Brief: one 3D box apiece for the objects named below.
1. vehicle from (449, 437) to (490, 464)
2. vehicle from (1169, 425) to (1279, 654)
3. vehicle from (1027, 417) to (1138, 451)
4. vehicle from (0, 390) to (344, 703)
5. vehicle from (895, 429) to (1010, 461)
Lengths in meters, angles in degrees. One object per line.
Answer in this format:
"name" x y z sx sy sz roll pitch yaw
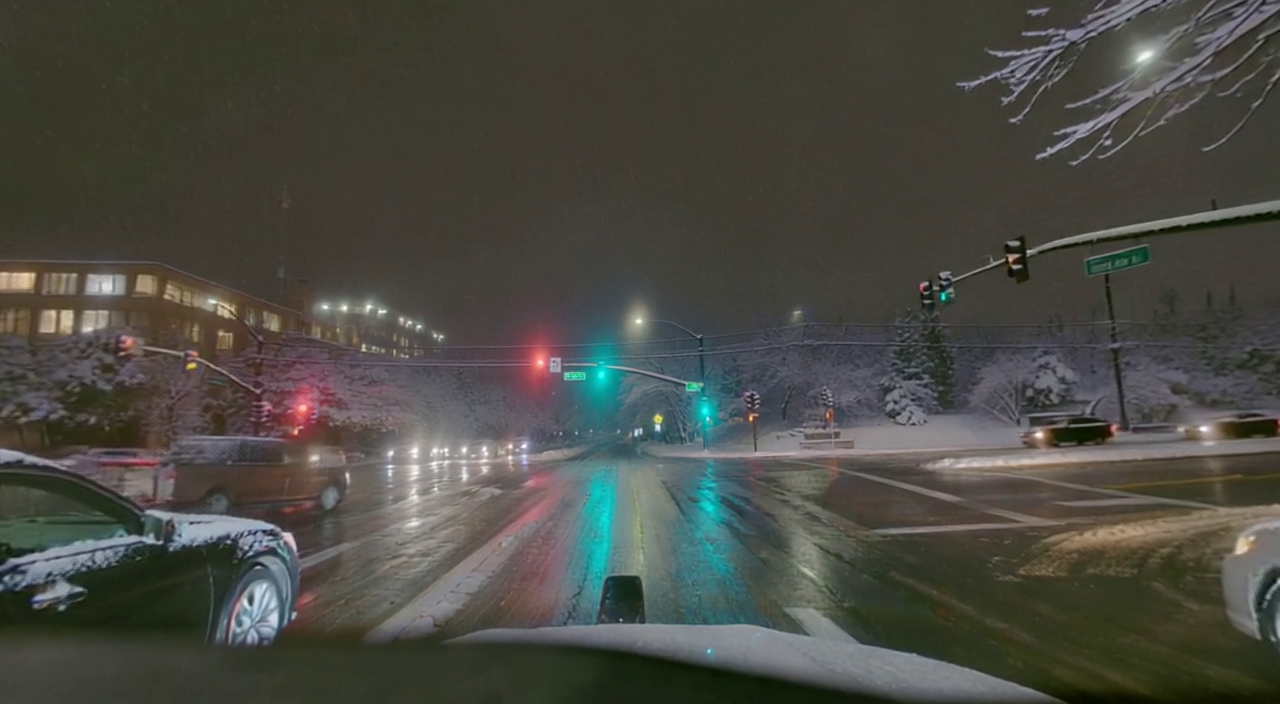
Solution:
"vehicle" -12.797 7.412 47.603 2.051 1.715 4.346 -2 -6 -2
"vehicle" 4.940 0.982 2.559 1.949 1.449 4.530 -1 -8 5
"vehicle" 24.485 4.547 35.087 4.611 1.797 2.096 0 -8 -2
"vehicle" -3.068 0.886 2.153 1.919 1.478 4.720 0 -8 -1
"vehicle" 15.554 4.643 31.619 4.660 1.495 2.007 0 -8 -2
